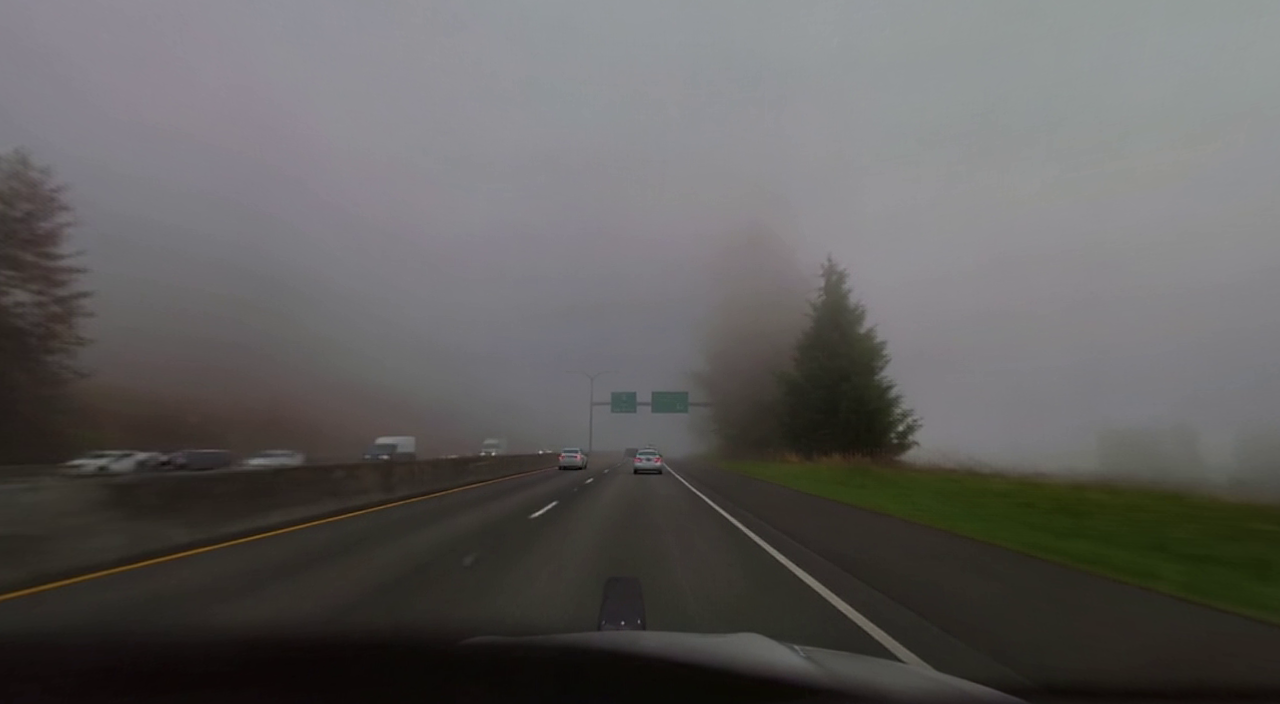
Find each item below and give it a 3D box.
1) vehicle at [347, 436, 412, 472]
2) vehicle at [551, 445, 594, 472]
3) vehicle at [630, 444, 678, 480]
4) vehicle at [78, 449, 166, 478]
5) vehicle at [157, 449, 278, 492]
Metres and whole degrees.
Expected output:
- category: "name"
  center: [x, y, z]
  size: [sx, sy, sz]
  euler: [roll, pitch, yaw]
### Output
- category: "vehicle"
  center: [-20.418, 8.045, 49.800]
  size: [2.353, 2.613, 6.328]
  euler: [0, -9, 1]
- category: "vehicle"
  center: [-4.036, 6.461, 38.296]
  size: [2.081, 1.534, 4.543]
  euler: [0, -9, 1]
- category: "vehicle"
  center: [0.625, 4.820, 27.773]
  size: [1.960, 1.456, 3.818]
  euler: [-1, -9, 1]
- category: "vehicle"
  center: [-31.483, 6.778, 38.467]
  size: [1.857, 1.602, 4.302]
  euler: [0, -9, -3]
- category: "vehicle"
  center: [-16.917, 4.734, 25.535]
  size: [1.893, 1.544, 4.323]
  euler: [0, -9, -1]
